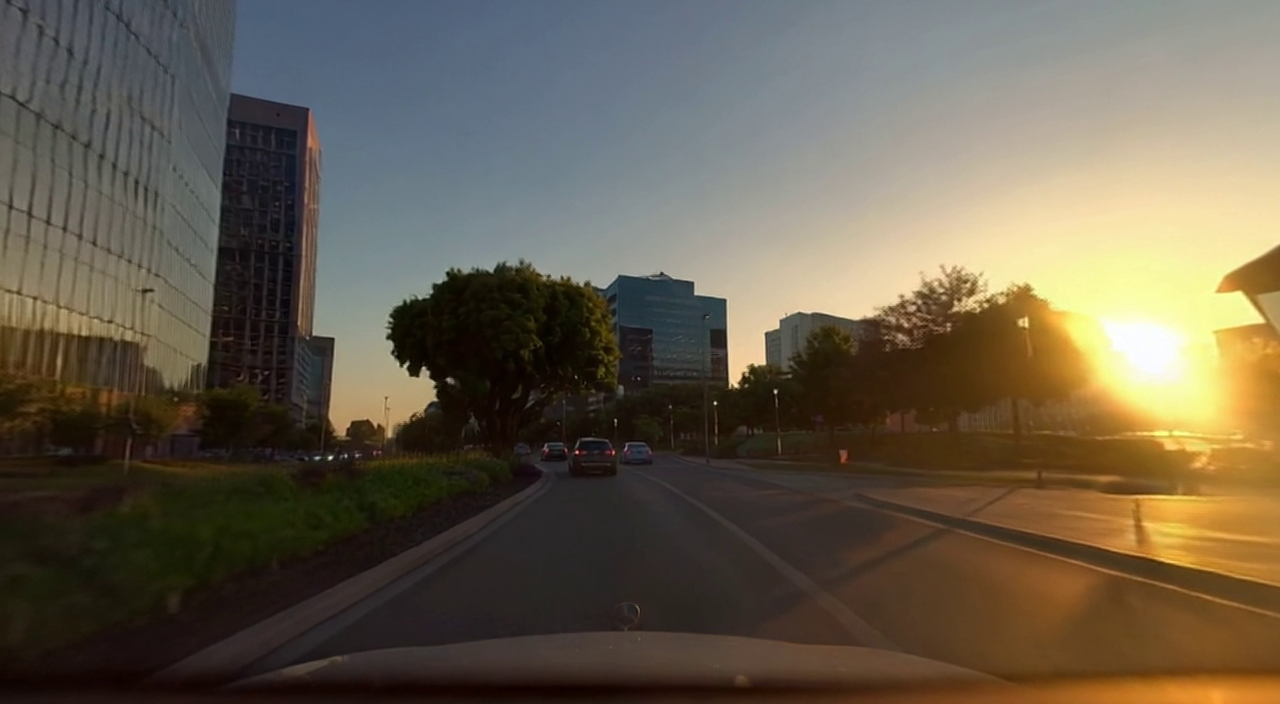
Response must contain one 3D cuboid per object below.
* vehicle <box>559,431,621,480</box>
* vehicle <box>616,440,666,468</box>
[{"bbox_3d":[-2.090,4.096,25.116,2.173,1.761,4.374,1,-9,-8],"label":"vehicle"},{"bbox_3d":[-0.016,5.924,36.574,2.116,1.506,4.355,2,-9,-10],"label":"vehicle"}]
